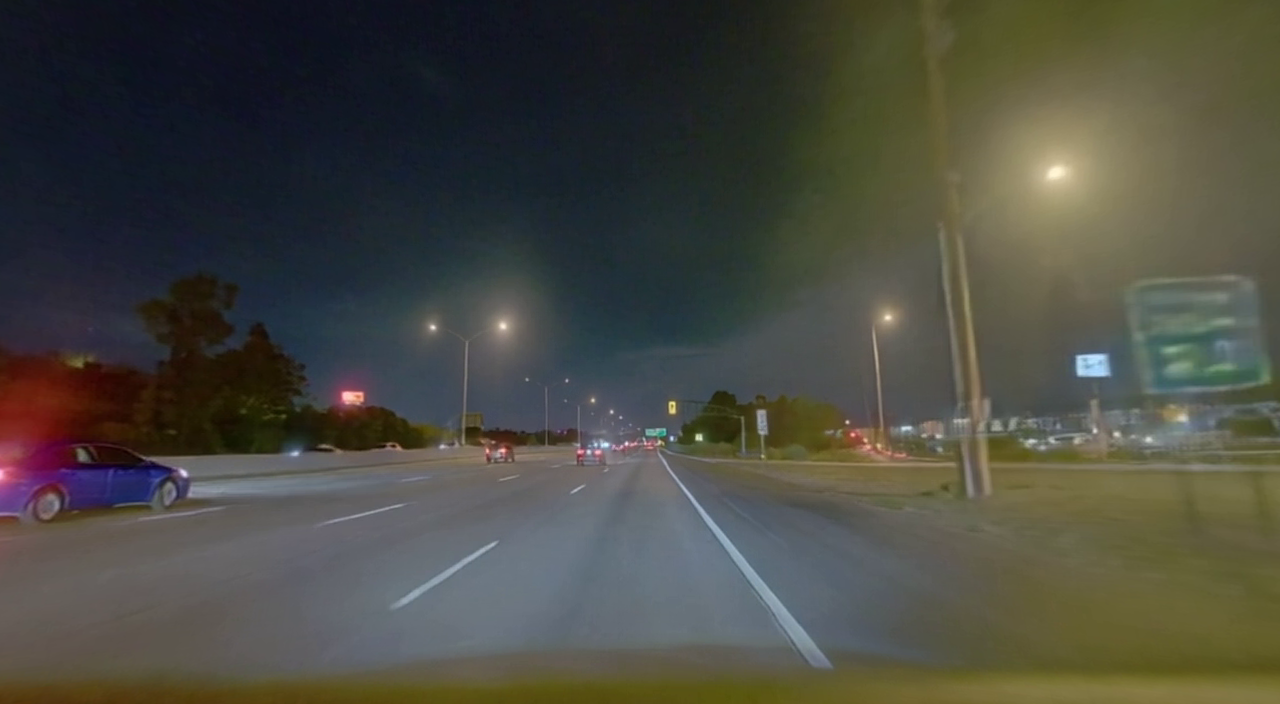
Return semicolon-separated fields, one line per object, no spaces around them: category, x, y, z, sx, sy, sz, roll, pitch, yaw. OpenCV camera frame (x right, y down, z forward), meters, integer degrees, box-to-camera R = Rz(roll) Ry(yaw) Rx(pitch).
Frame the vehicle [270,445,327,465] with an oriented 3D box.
vehicle;-25.584;7.724;47.390;1.787;1.436;4.379;0;-8;1

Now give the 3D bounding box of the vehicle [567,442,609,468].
vehicle;-3.020;6.097;37.590;2.050;1.479;4.342;0;-8;1

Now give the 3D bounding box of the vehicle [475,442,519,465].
vehicle;-9.635;6.842;42.794;1.930;1.490;3.955;0;-8;2

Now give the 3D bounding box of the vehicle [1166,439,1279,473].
vehicle;29.006;5.034;30.661;4.798;1.545;2.042;-4;-9;24

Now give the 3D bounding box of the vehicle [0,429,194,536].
vehicle;-10.139;2.061;10.359;2.002;1.526;4.822;0;-8;1
